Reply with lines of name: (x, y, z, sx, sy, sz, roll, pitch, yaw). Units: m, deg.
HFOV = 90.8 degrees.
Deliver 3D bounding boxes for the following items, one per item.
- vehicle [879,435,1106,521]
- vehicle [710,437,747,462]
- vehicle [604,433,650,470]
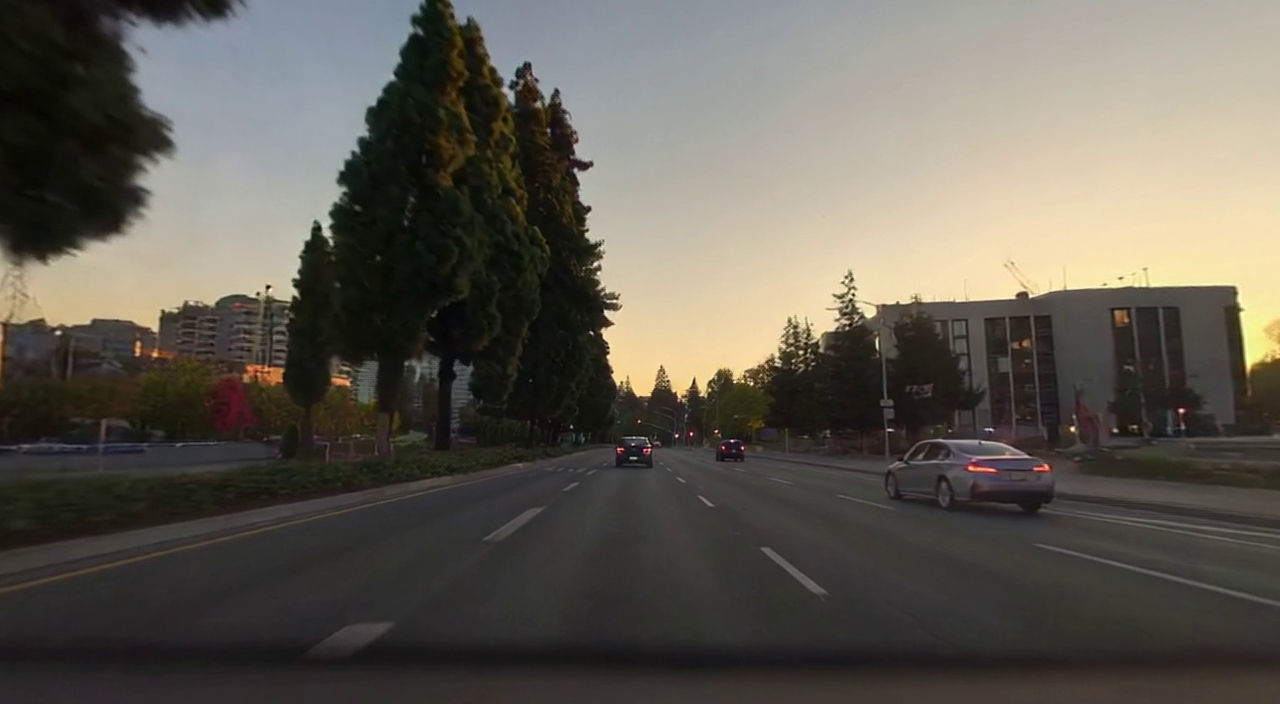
vehicle: (6.952, 2.514, 13.189, 2.139, 1.471, 4.393, 0, -8, -1)
vehicle: (6.646, 7.371, 47.763, 2.026, 1.804, 4.565, 0, -8, -1)
vehicle: (-0.625, 5.170, 32.902, 2.193, 1.794, 4.457, 0, -8, 0)
